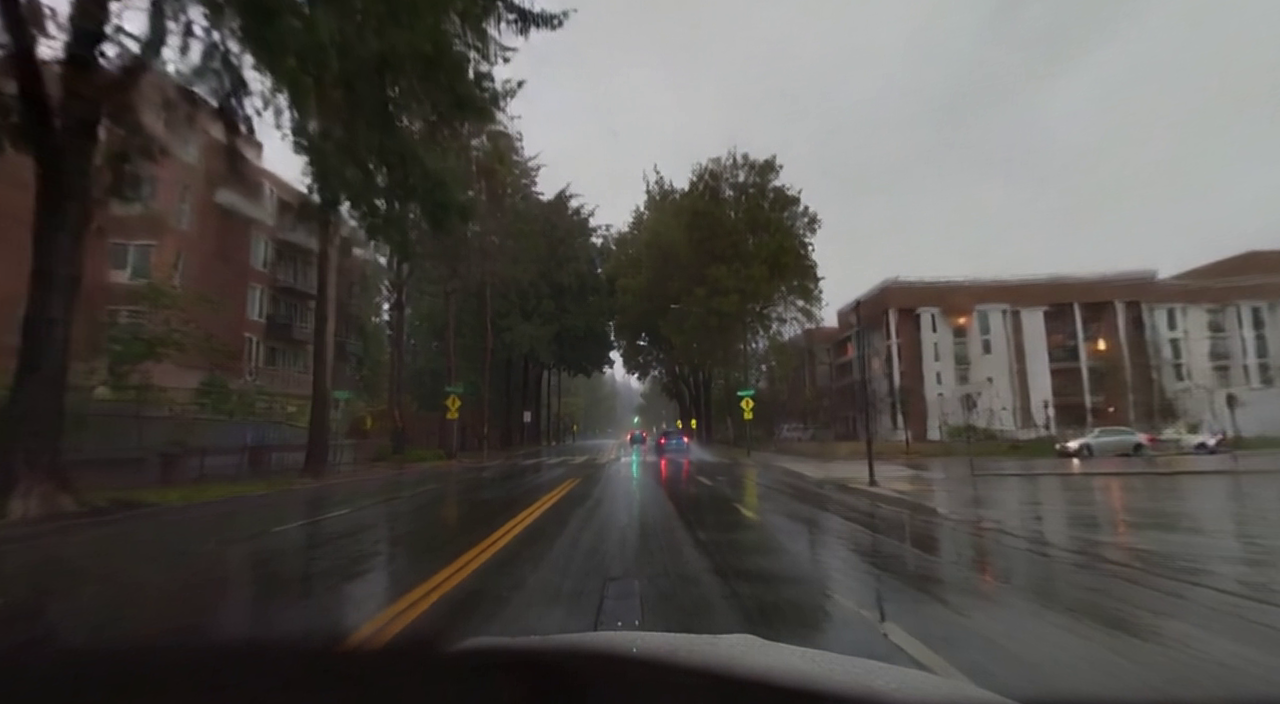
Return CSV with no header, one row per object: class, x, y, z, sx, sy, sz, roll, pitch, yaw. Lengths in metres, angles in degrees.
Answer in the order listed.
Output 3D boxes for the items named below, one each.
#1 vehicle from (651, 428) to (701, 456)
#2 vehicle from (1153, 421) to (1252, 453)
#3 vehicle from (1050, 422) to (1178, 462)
vehicle,2.220,5.655,39.668,1.981,1.703,3.691,2,-8,-17
vehicle,33.857,5.106,38.038,1.887,1.808,4.443,-1,-7,1
vehicle,23.957,4.571,31.979,4.676,1.775,2.085,-2,-8,2
